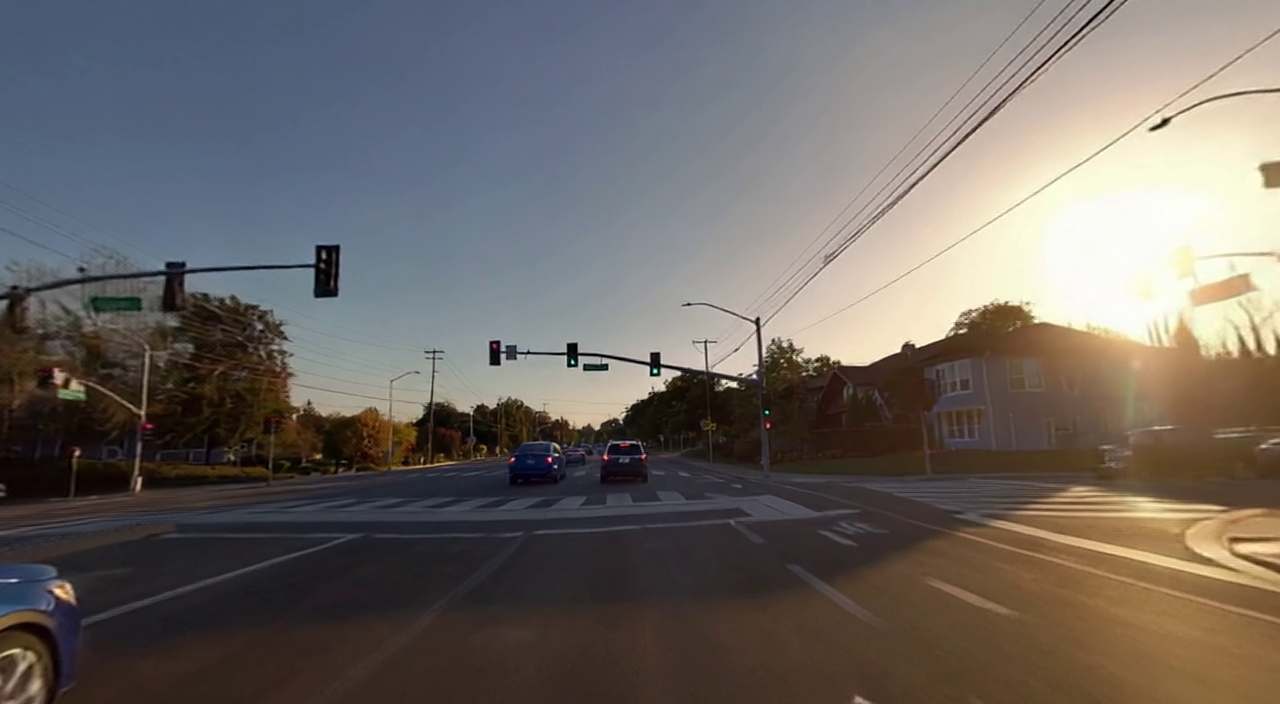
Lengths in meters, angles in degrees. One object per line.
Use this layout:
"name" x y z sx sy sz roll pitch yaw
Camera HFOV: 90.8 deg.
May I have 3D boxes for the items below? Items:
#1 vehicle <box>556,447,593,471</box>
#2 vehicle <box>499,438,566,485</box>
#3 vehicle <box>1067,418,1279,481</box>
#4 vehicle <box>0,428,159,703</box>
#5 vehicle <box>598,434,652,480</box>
"vehicle" -4.099 6.768 40.293 1.863 1.449 4.153 0 -8 0
"vehicle" -4.060 4.208 24.591 1.899 1.685 4.121 0 -8 0
"vehicle" 18.410 3.323 21.698 5.652 1.990 2.190 -2 -9 13
"vehicle" -3.271 0.764 0.763 1.901 1.409 4.442 0 -8 0
"vehicle" -0.630 4.542 27.510 2.155 1.836 4.250 0 -8 -1
